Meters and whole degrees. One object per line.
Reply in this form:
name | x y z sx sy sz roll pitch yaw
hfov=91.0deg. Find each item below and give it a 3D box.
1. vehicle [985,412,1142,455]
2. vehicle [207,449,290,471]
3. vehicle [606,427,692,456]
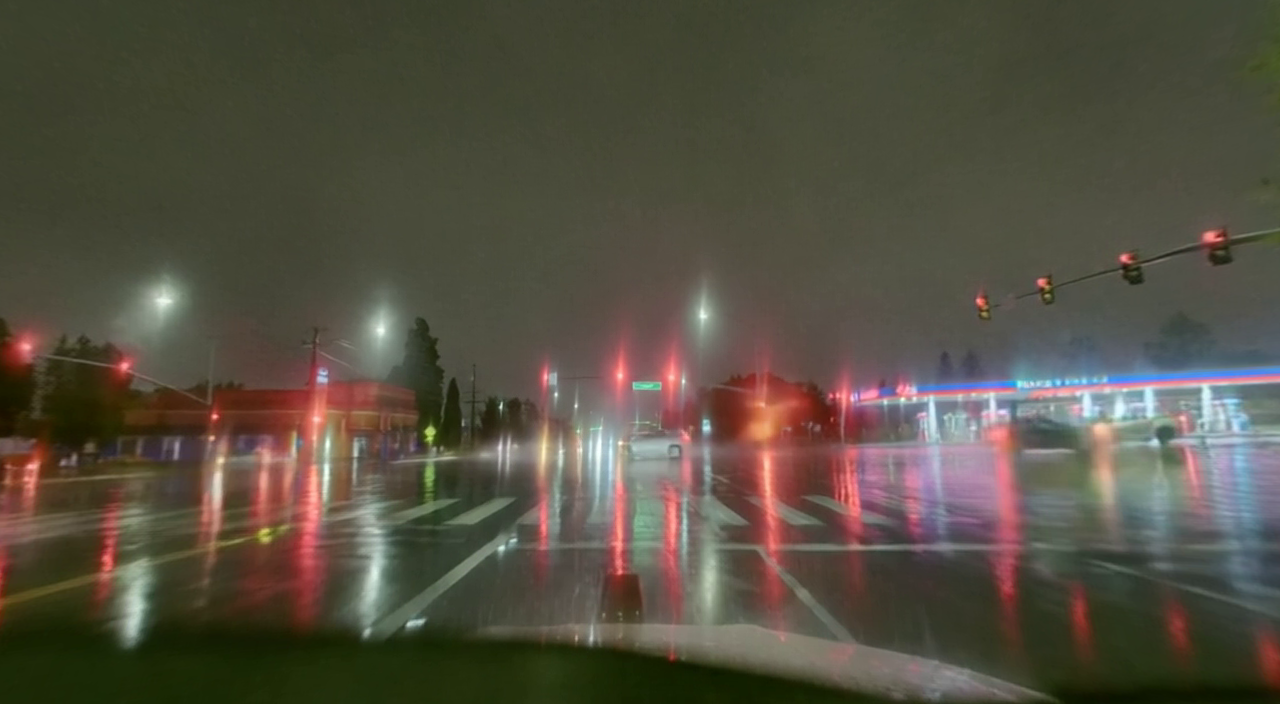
vehicle | 16.708 3.270 25.046 4.775 1.466 1.850 -2 -8 4
vehicle | -27.862 7.654 44.850 4.737 1.479 1.831 -1 -8 4
vehicle | 0.638 6.191 43.530 5.789 1.893 2.169 -1 -8 4
